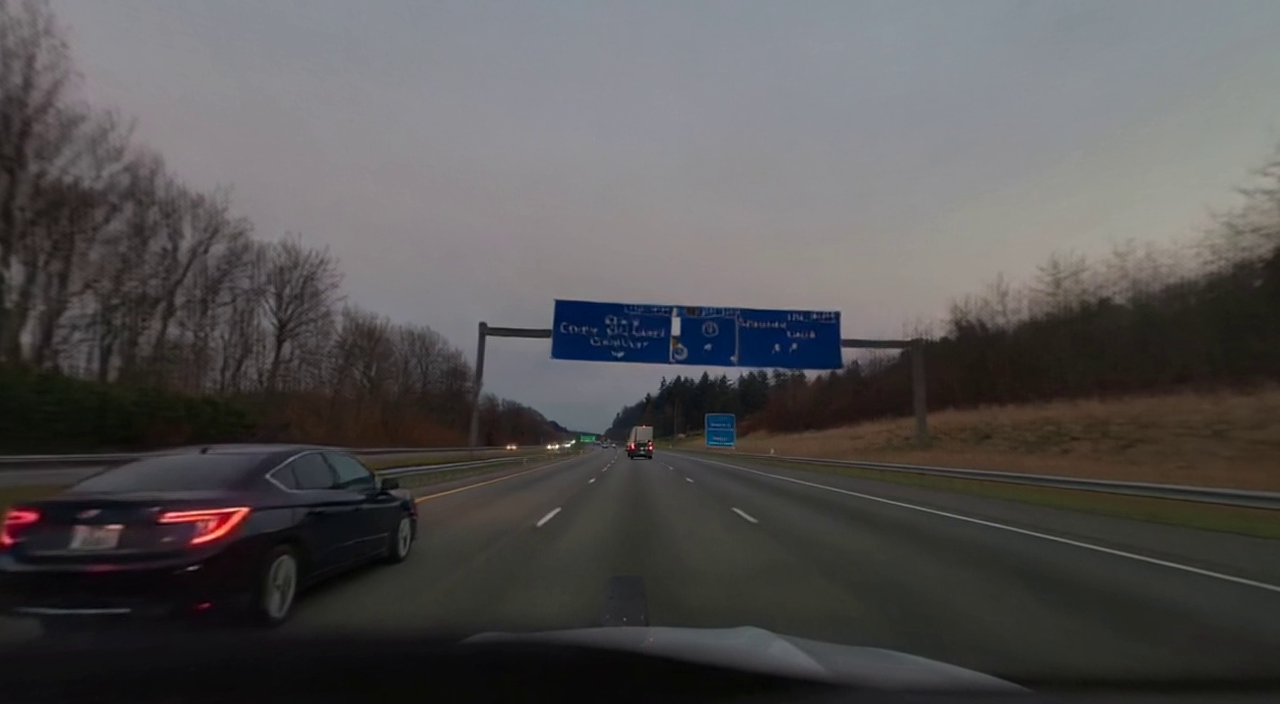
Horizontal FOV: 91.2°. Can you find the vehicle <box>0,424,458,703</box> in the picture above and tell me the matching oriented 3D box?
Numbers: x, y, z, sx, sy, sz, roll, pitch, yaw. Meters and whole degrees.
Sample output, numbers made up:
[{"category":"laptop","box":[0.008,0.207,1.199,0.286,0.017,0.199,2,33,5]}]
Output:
[{"category":"vehicle","box":[-3.326,1.477,5.608,2.012,1.500,4.452,0,-9,1]}]

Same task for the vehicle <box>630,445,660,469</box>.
[{"category":"vehicle","box":[0.332,6.776,40.604,1.859,1.478,3.799,0,-9,0]}]
